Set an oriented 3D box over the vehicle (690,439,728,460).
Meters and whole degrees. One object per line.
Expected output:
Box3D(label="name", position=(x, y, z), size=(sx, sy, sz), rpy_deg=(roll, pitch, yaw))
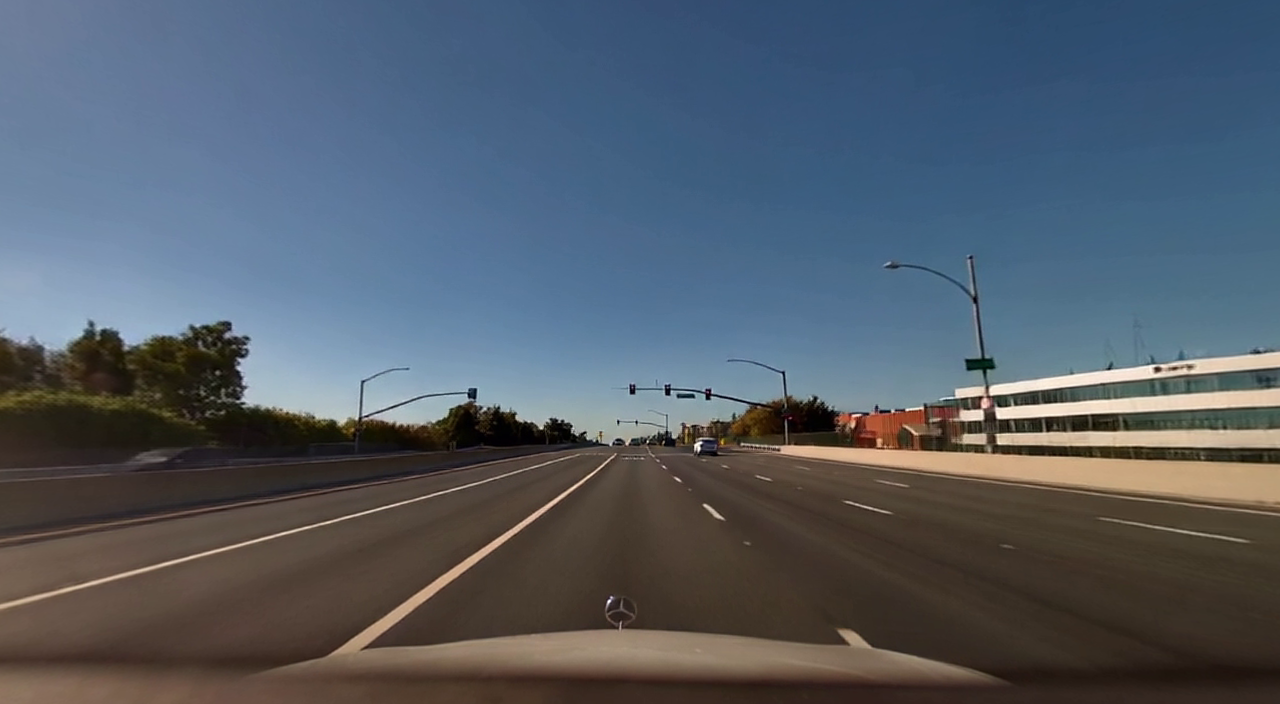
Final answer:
Box3D(label="vehicle", position=(5.036, 7.189, 46.724), size=(2.187, 1.475, 4.529), rpy_deg=(0, -8, -1))
